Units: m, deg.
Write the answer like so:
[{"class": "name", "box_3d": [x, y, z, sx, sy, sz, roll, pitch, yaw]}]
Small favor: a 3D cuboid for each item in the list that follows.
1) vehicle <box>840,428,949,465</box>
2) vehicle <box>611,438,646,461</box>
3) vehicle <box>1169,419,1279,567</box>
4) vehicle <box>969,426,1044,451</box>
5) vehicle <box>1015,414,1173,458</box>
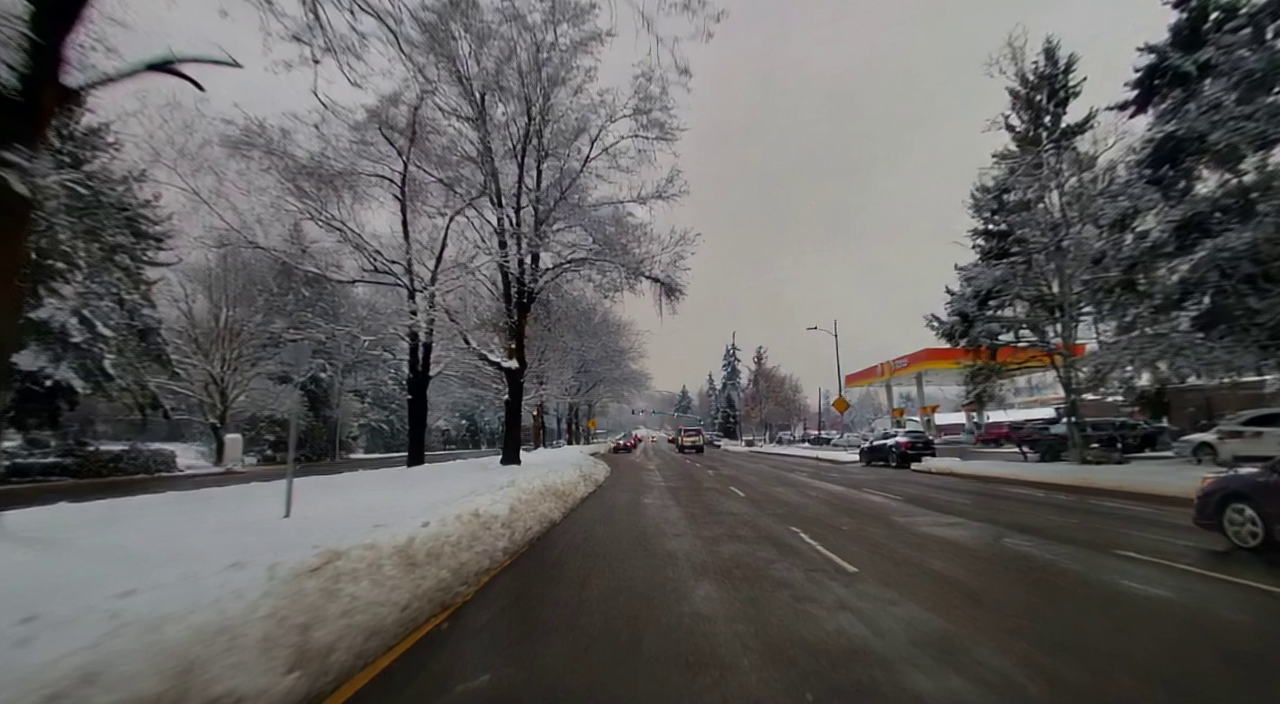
[{"class": "vehicle", "box_3d": [13.014, 4.915, 32.638, 4.960, 1.802, 2.068, -3, -9, 17]}, {"class": "vehicle", "box_3d": [-0.861, 6.633, 43.100, 2.032, 1.461, 4.173, 1, -9, -6]}, {"class": "vehicle", "box_3d": [7.373, 1.241, 5.224, 1.880, 1.472, 4.694, 0, -9, 0]}, {"class": "vehicle", "box_3d": [24.806, 5.900, 42.813, 4.079, 1.632, 1.961, -4, -9, 23]}, {"class": "vehicle", "box_3d": [21.705, 4.130, 30.545, 5.770, 1.976, 2.347, -5, -10, 26]}]
